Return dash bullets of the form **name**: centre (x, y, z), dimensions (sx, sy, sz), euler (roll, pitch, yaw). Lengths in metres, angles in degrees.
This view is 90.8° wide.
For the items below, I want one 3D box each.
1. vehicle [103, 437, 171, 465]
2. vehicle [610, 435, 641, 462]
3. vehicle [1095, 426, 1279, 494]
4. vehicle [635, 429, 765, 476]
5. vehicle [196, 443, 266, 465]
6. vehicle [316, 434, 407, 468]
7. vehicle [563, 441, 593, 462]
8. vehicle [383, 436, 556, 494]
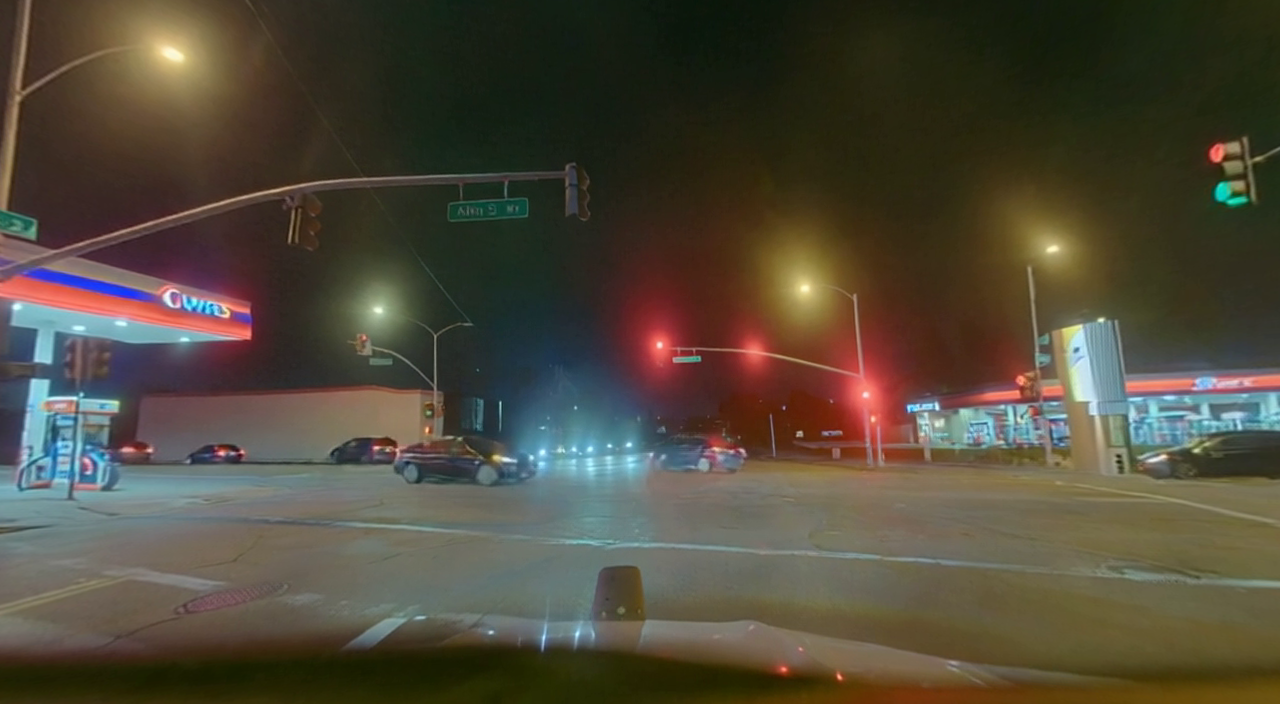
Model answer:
- **vehicle**: centre (-34.163, 6.715, 42.915), dimensions (4.311, 1.742, 1.864), euler (-5, -9, 27)
- **vehicle**: centre (-1.114, 6.927, 45.454), dimensions (2.083, 1.764, 5.011), euler (0, -8, -3)
- **vehicle**: centre (14.211, 2.601, 15.365), dimensions (4.681, 1.495, 2.096), euler (-4, -9, 25)
- **vehicle**: centre (2.282, 3.854, 24.380), dimensions (4.568, 1.643, 1.911), euler (-4, -9, 26)
- **vehicle**: centre (-28.520, 7.086, 44.030), dimensions (4.801, 1.466, 1.830), euler (-5, -9, 27)
- **vehicle**: centre (-14.716, 5.226, 33.326), dimensions (4.562, 1.676, 1.819), euler (-5, -9, 27)
- **vehicle**: centre (-4.604, 7.458, 47.572), dimensions (2.003, 1.481, 4.091), euler (0, -8, -2)
- **vehicle**: centre (-4.851, 3.138, 17.877), dimensions (4.670, 1.458, 1.959), euler (-5, -10, 30)
